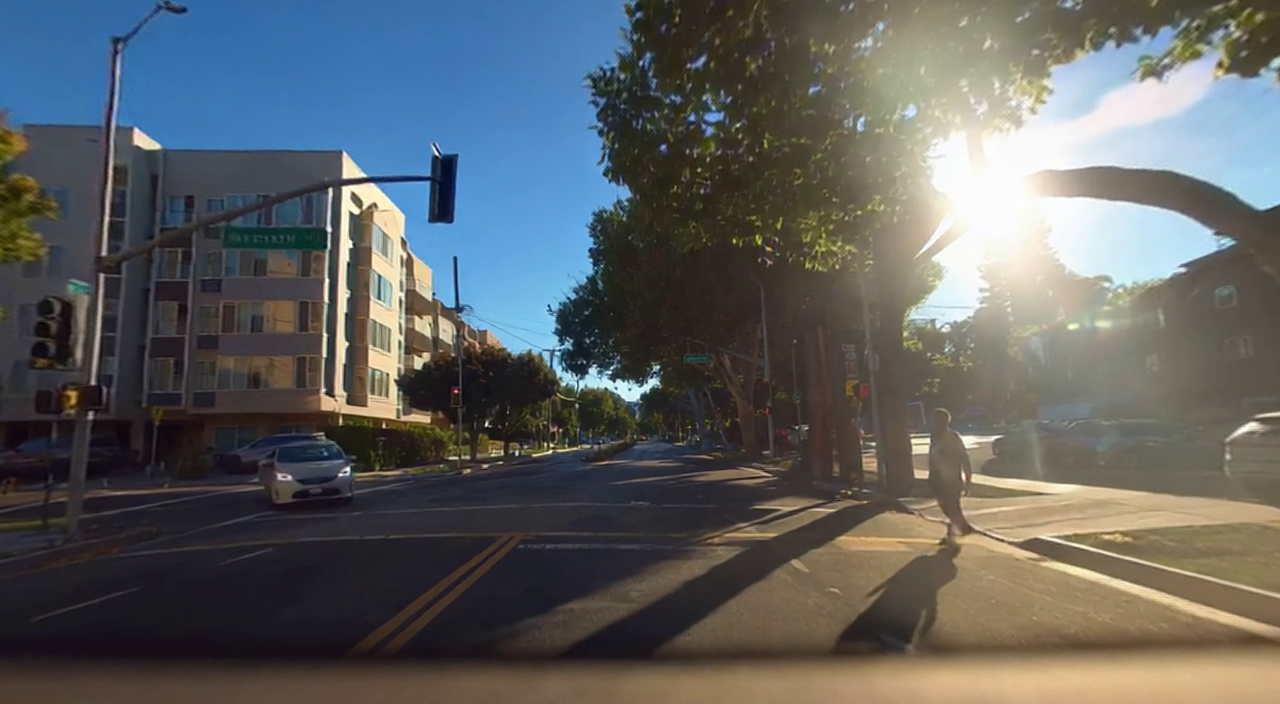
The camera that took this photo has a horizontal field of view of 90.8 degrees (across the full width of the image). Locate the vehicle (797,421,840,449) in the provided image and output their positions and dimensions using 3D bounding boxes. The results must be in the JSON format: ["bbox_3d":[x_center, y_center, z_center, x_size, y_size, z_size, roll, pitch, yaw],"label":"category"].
[{"bbox_3d":[11.447,5.410,40.811,1.950,1.714,4.245,-1,-9,6],"label":"vehicle"}]

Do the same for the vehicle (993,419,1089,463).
[{"bbox_3d":[17.090,3.846,27.183,2.013,1.722,4.007,-2,-9,11],"label":"vehicle"}]

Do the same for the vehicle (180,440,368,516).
[{"bbox_3d":[-8.237,2.836,14.164,4.135,1.424,1.945,-10,-12,33],"label":"vehicle"}]

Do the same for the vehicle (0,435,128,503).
[{"bbox_3d":[-18.804,3.514,19.027,4.804,1.842,2.171,-1,-8,-2],"label":"vehicle"}]
